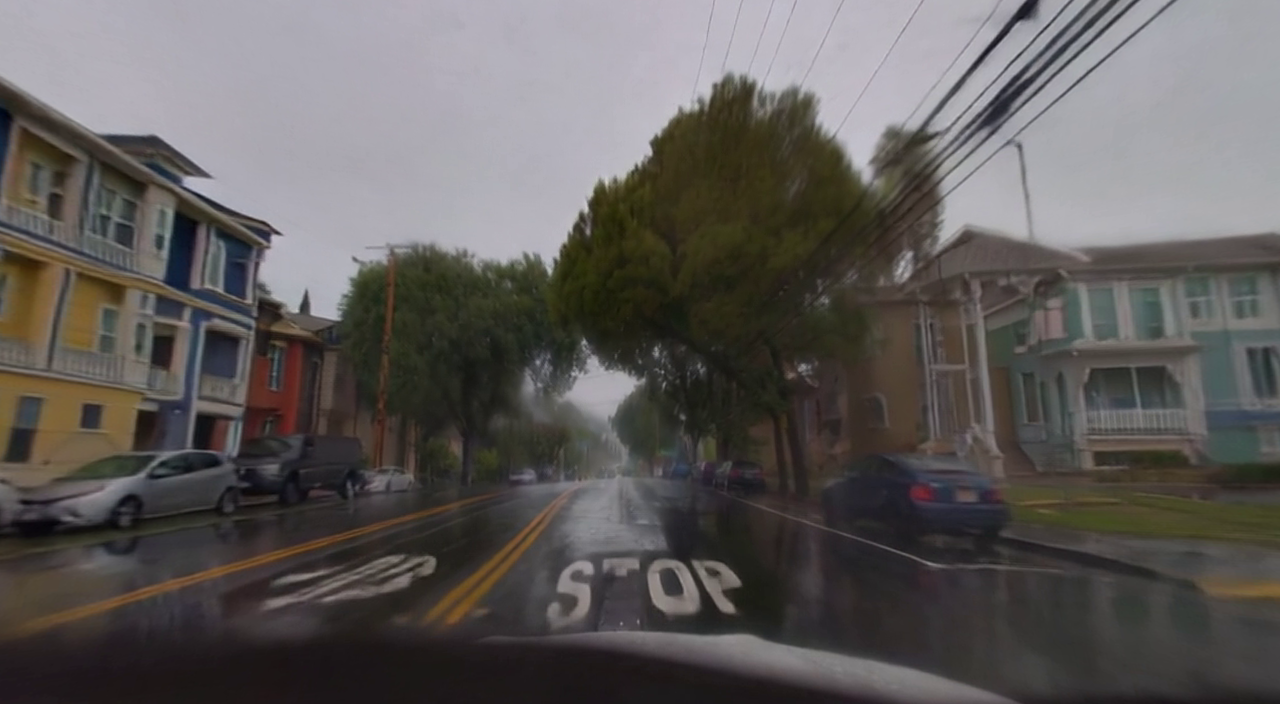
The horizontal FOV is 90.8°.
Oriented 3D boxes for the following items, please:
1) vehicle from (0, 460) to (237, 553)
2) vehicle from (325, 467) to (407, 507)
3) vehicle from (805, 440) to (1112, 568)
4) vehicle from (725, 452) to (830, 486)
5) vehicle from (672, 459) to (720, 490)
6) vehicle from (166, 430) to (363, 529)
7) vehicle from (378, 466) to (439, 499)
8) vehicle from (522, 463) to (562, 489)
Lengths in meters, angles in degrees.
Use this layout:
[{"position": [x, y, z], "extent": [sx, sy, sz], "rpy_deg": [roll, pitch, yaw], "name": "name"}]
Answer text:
[{"position": [-10.849, 3.140, 13.526], "extent": [1.826, 1.455, 4.475], "rpy_deg": [-2, -9, -5], "name": "vehicle"}, {"position": [-11.551, 5.700, 26.962], "extent": [1.742, 1.415, 4.566], "rpy_deg": [1, -9, -4], "name": "vehicle"}, {"position": [4.486, 2.196, 10.056], "extent": [2.059, 1.502, 4.824], "rpy_deg": [1, -9, -5], "name": "vehicle"}, {"position": [8.554, 7.252, 39.546], "extent": [5.925, 1.898, 2.475], "rpy_deg": [-5, -10, 32], "name": "vehicle"}, {"position": [3.051, 6.814, 35.413], "extent": [1.917, 1.434, 4.733], "rpy_deg": [-1, -9, -4], "name": "vehicle"}, {"position": [-11.112, 3.782, 19.547], "extent": [2.687, 2.491, 5.936], "rpy_deg": [-1, -9, -3], "name": "vehicle"}, {"position": [-11.877, 6.697, 32.690], "extent": [1.936, 1.516, 3.647], "rpy_deg": [1, -9, -4], "name": "vehicle"}, {"position": [-6.359, 8.075, 41.411], "extent": [2.205, 1.480, 4.366], "rpy_deg": [0, -9, -3], "name": "vehicle"}]
